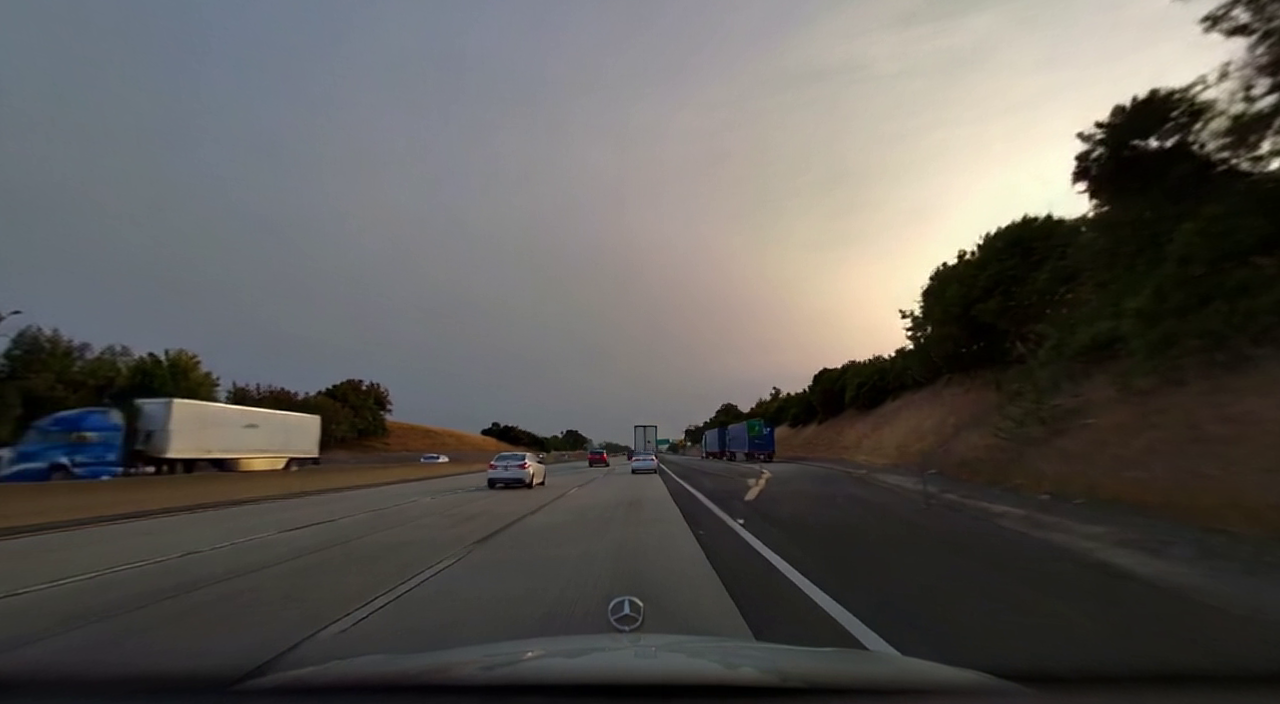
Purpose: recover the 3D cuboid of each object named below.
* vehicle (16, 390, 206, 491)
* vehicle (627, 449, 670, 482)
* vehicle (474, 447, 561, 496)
[{"bbox_3d":[-23.084,3.971,28.072,2.981,3.978,5.937,0,-9,0],"label":"vehicle"},{"bbox_3d":[0.375,5.479,30.622,1.991,1.507,3.391,0,-9,0],"label":"vehicle"},{"bbox_3d":[-4.053,4.027,21.642,2.018,1.504,4.431,0,-9,1],"label":"vehicle"}]
